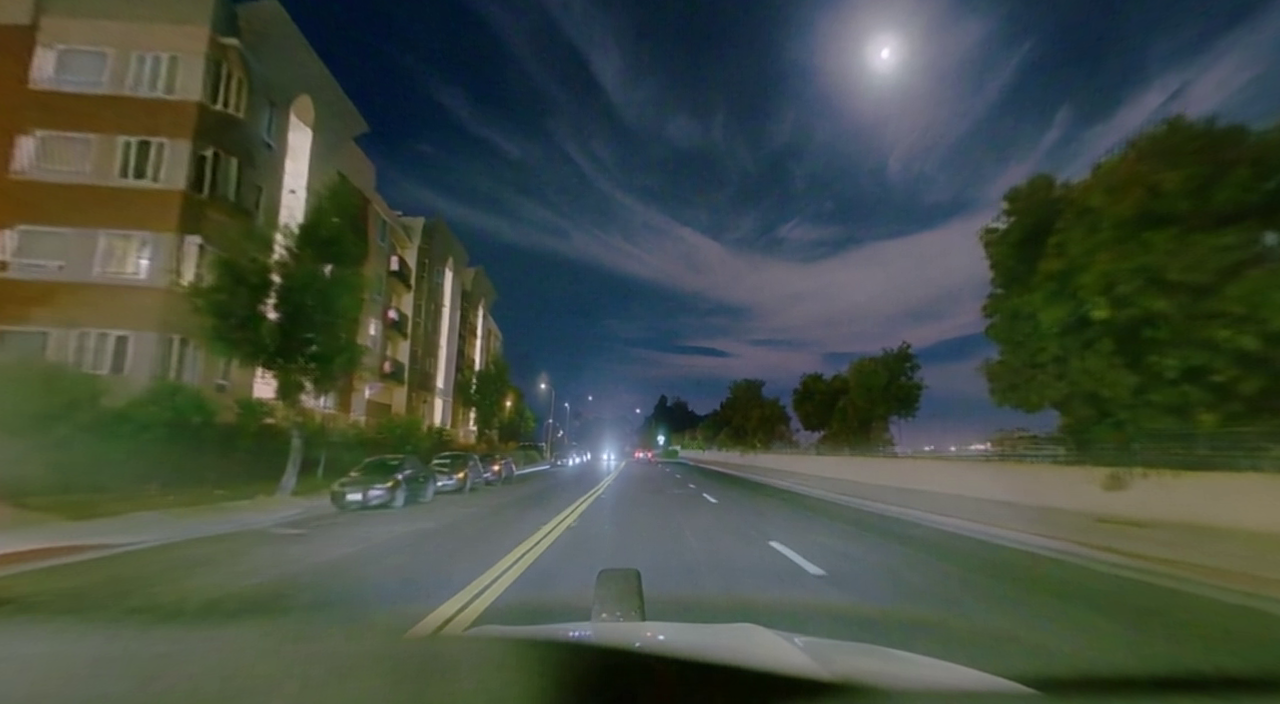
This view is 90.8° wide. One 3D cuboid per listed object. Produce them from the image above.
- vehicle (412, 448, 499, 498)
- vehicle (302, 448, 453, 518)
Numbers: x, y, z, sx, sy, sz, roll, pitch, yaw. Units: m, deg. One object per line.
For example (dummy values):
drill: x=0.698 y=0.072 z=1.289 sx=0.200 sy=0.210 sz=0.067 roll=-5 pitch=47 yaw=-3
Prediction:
vehicle: x=-6.561 y=4.328 z=22.976 sx=1.773 sy=1.466 sz=4.407 roll=3 pitch=-8 yaw=0
vehicle: x=-6.612 y=3.312 z=16.598 sx=1.914 sy=1.417 sz=4.750 roll=2 pitch=-8 yaw=0
